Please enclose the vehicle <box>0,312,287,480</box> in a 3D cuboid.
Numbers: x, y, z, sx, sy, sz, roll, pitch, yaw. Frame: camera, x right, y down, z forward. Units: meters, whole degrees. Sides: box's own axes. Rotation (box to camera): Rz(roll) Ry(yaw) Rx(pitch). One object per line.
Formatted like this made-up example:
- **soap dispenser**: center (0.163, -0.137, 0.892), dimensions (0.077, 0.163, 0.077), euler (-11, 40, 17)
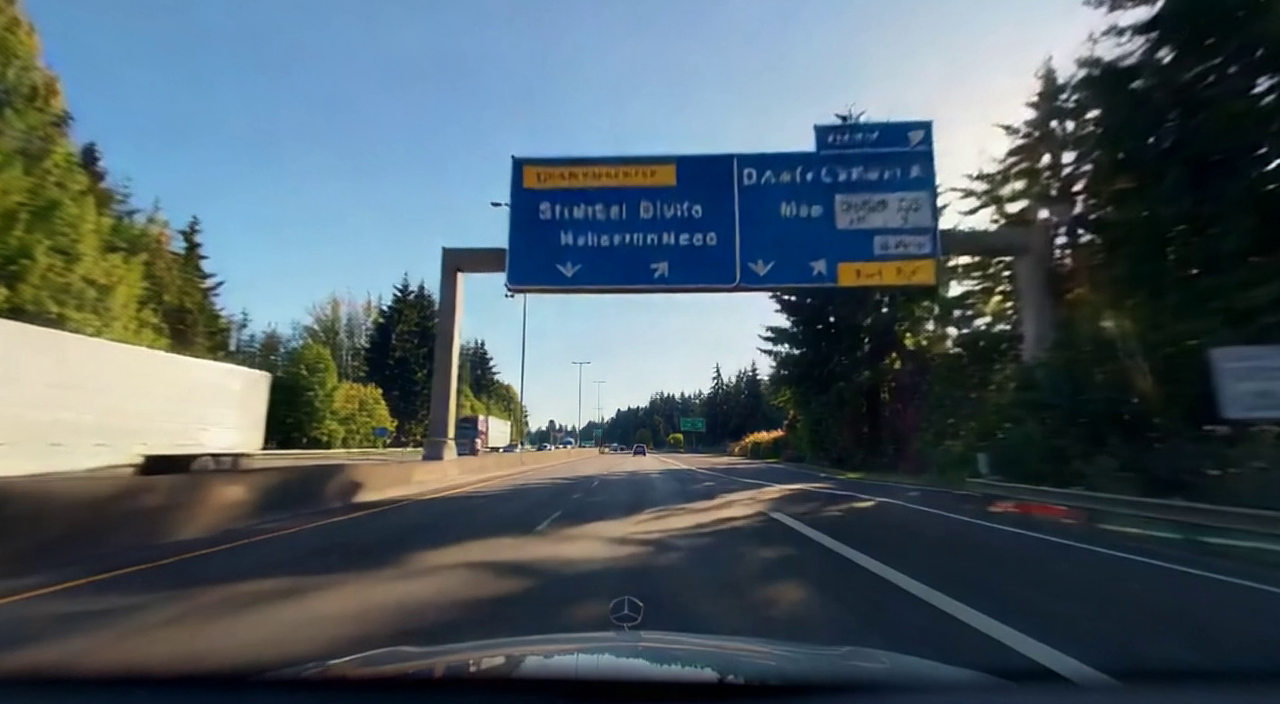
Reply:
- **vehicle**: center (-16.319, 1.581, 18.138), dimensions (2.878, 3.843, 16.564), euler (0, -9, 0)
